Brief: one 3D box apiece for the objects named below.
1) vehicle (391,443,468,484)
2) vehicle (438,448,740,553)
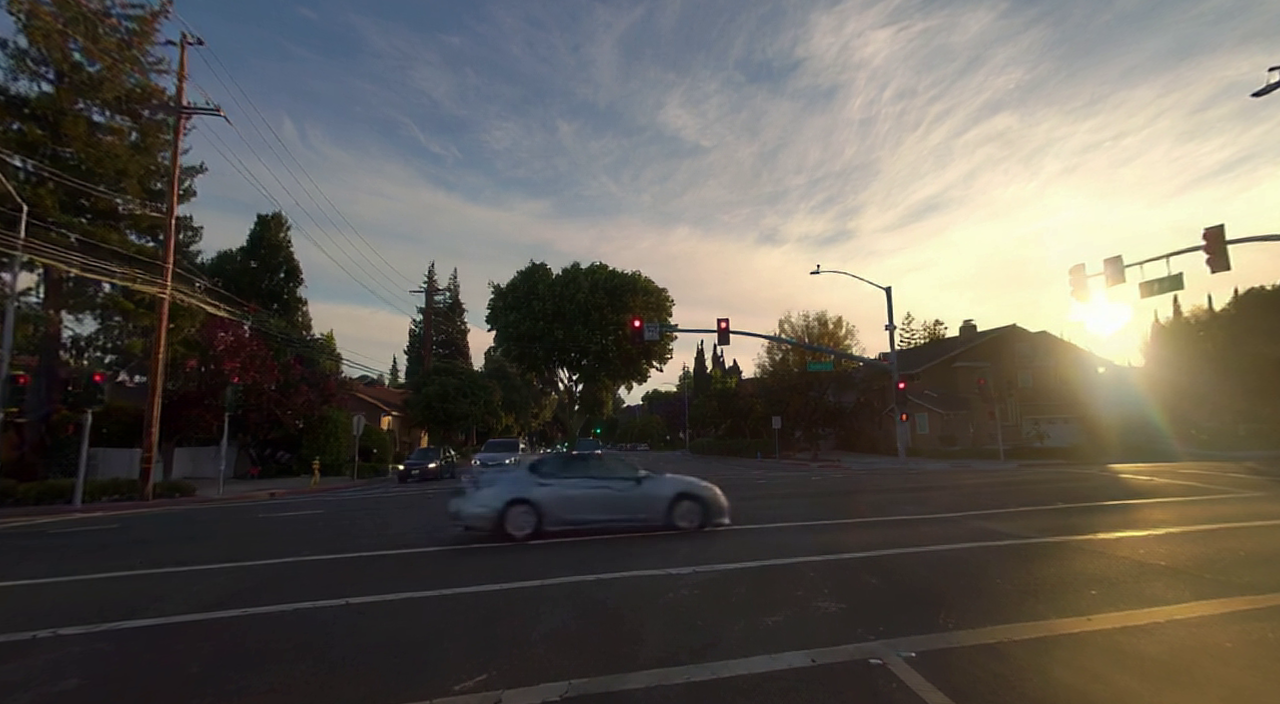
[{"bbox_3d":[-10.181,5.388,30.985,2.241,1.819,4.690,0,-9,-1],"label":"vehicle"},{"bbox_3d":[-0.902,2.254,10.231,4.443,1.367,2.197,2,-9,-17],"label":"vehicle"}]
